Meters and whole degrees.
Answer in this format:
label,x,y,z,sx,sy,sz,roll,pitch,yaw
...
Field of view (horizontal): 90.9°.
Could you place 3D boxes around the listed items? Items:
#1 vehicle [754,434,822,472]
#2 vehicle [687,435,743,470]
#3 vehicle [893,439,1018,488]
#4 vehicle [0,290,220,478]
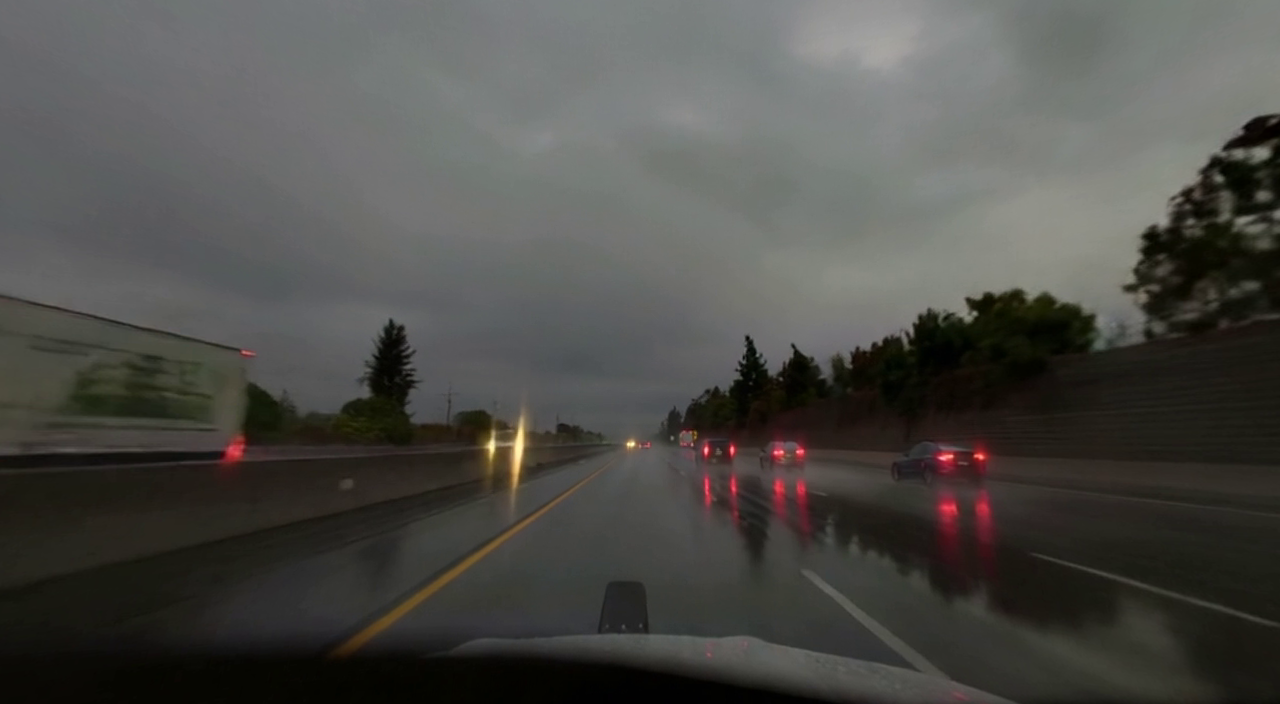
label,x,y,z,sx,sy,sz,roll,pitch,yaw
vehicle,7.248,5.016,31.422,2.178,1.749,4.570,0,-8,-1
vehicle,3.800,5.188,32.667,2.326,1.644,4.206,0,-8,-1
vehicle,10.684,3.785,21.810,1.970,1.479,4.480,0,-8,0
vehicle,-14.011,0.762,13.195,3.009,3.639,10.635,0,-8,0
